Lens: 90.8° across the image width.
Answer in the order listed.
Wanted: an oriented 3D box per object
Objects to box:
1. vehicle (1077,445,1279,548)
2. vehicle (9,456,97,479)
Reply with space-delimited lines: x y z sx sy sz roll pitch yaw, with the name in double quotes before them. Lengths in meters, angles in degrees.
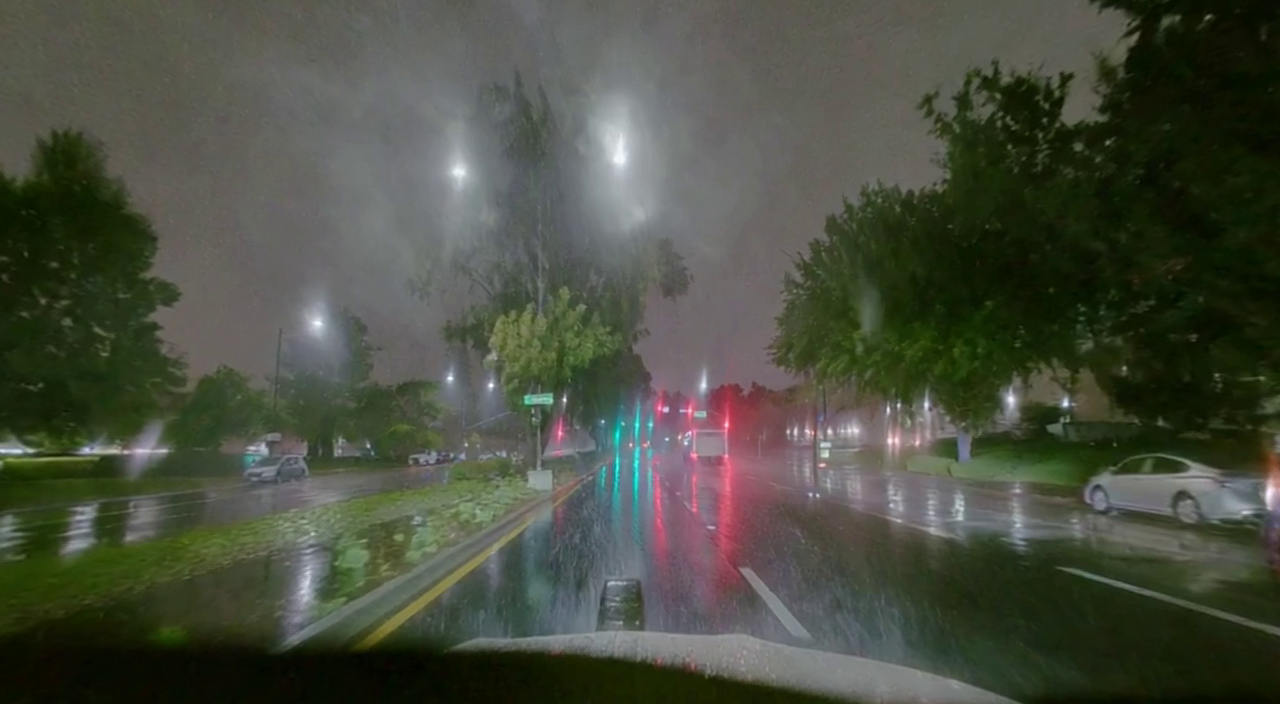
"vehicle" 10.077 2.280 10.495 1.987 1.441 5.005 0 -8 -1
"vehicle" -41.881 8.240 45.156 4.408 1.611 1.902 0 -8 2
